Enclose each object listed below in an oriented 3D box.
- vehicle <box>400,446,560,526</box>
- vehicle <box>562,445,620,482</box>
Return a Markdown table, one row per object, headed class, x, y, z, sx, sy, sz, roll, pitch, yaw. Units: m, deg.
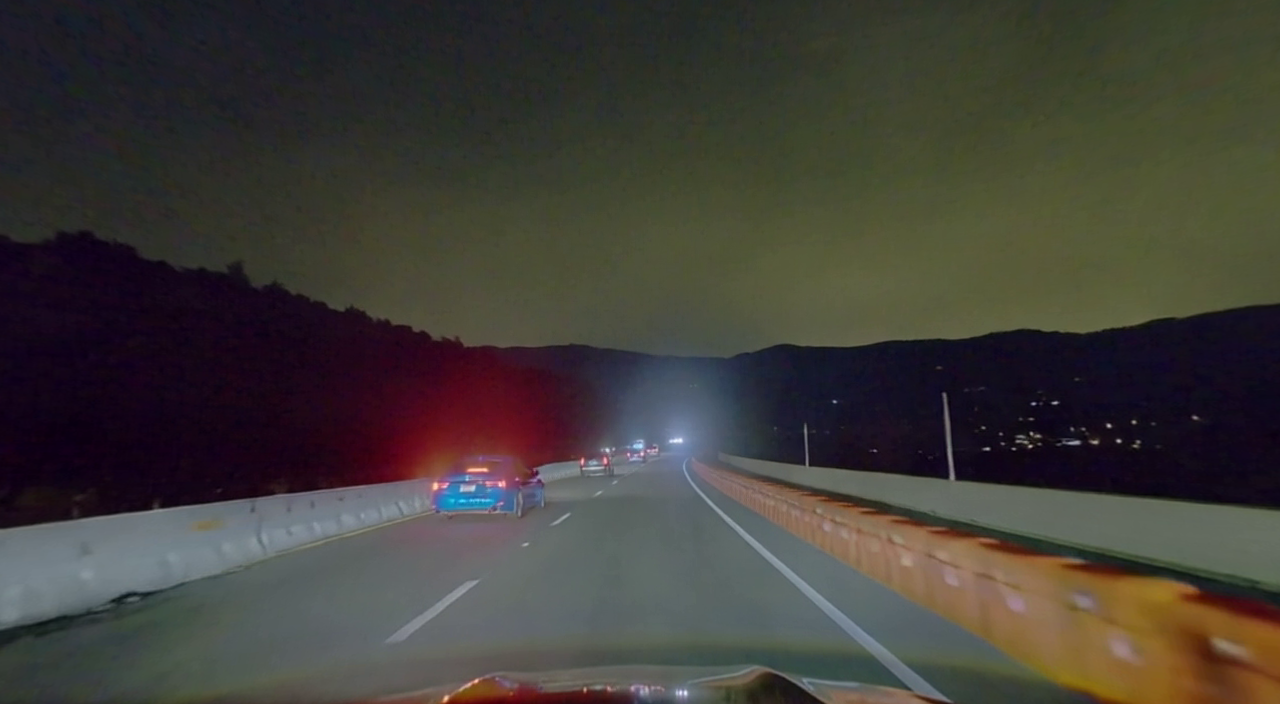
| class | x | y | z | sx | sy | sz | roll | pitch | yaw |
| --- | --- | --- | --- | --- | --- | --- | --- | --- | --- |
| vehicle | -2.970 | 2.577 | 12.669 | 2.061 | 1.330 | 3.928 | 0 | -9 | 2 |
| vehicle | -2.042 | 4.821 | 27.529 | 2.094 | 1.480 | 4.124 | 0 | -9 | 2 |
